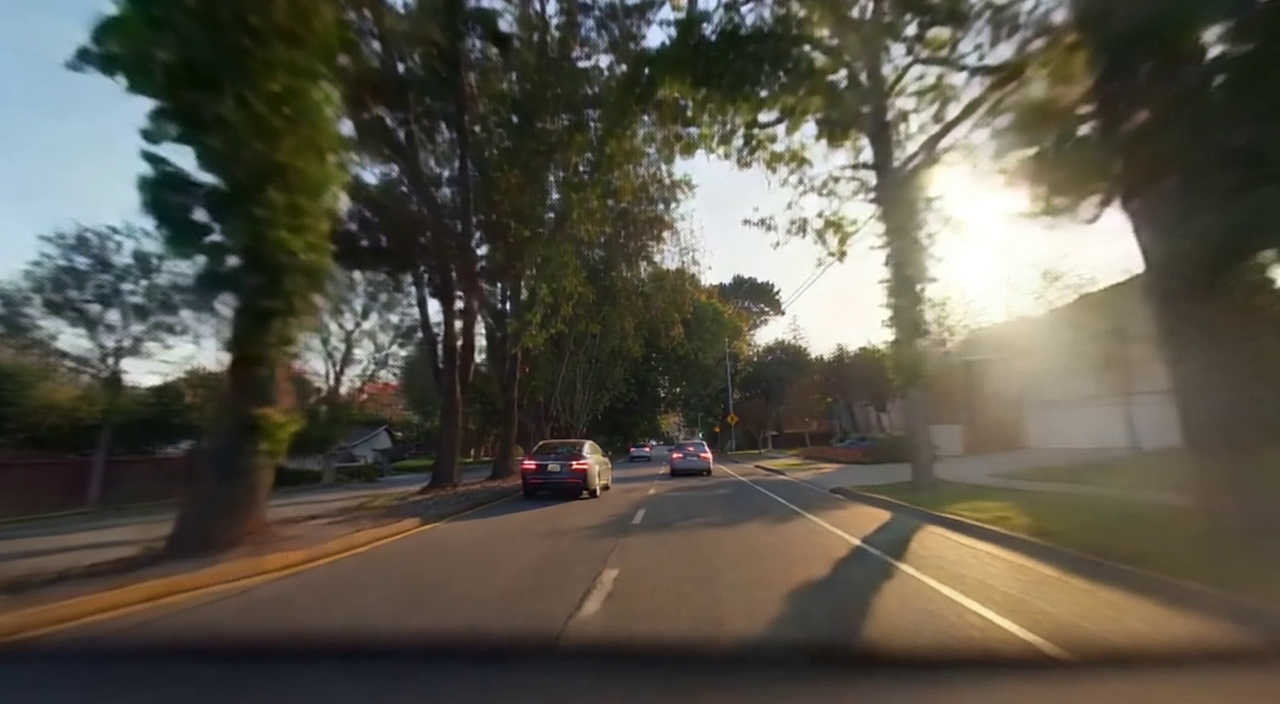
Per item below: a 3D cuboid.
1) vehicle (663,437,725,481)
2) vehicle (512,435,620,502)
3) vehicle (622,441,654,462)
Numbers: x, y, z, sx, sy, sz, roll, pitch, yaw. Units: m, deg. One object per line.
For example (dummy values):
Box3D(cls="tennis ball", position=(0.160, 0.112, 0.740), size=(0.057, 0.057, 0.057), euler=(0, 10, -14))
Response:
Box3D(cls="vehicle", position=(1.924, 3.931, 23.392), size=(2.065, 1.456, 4.099), euler=(-1, -8, 2))
Box3D(cls="vehicle", position=(-1.741, 2.955, 16.424), size=(2.030, 1.467, 4.403), euler=(-1, -8, 3))
Box3D(cls="vehicle", position=(-0.105, 7.270, 46.171), size=(2.114, 1.500, 3.912), euler=(-1, -8, 3))
